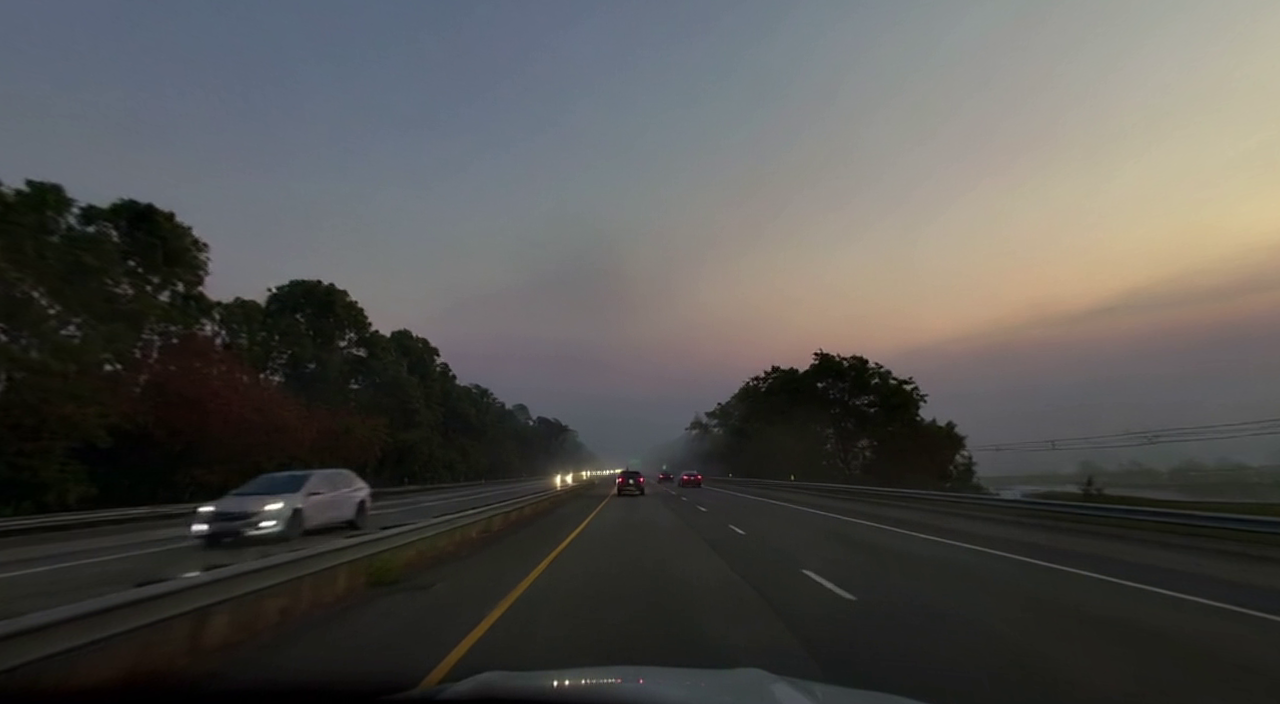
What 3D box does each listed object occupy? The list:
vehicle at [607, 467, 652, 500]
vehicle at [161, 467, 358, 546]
[{"bbox_3d":[-0.495,6.460,31.092,2.060,1.473,3.726,1,-10,0],"label":"vehicle"},{"bbox_3d":[-8.341,3.378,14.327,1.970,1.493,3.879,1,-10,1],"label":"vehicle"}]
